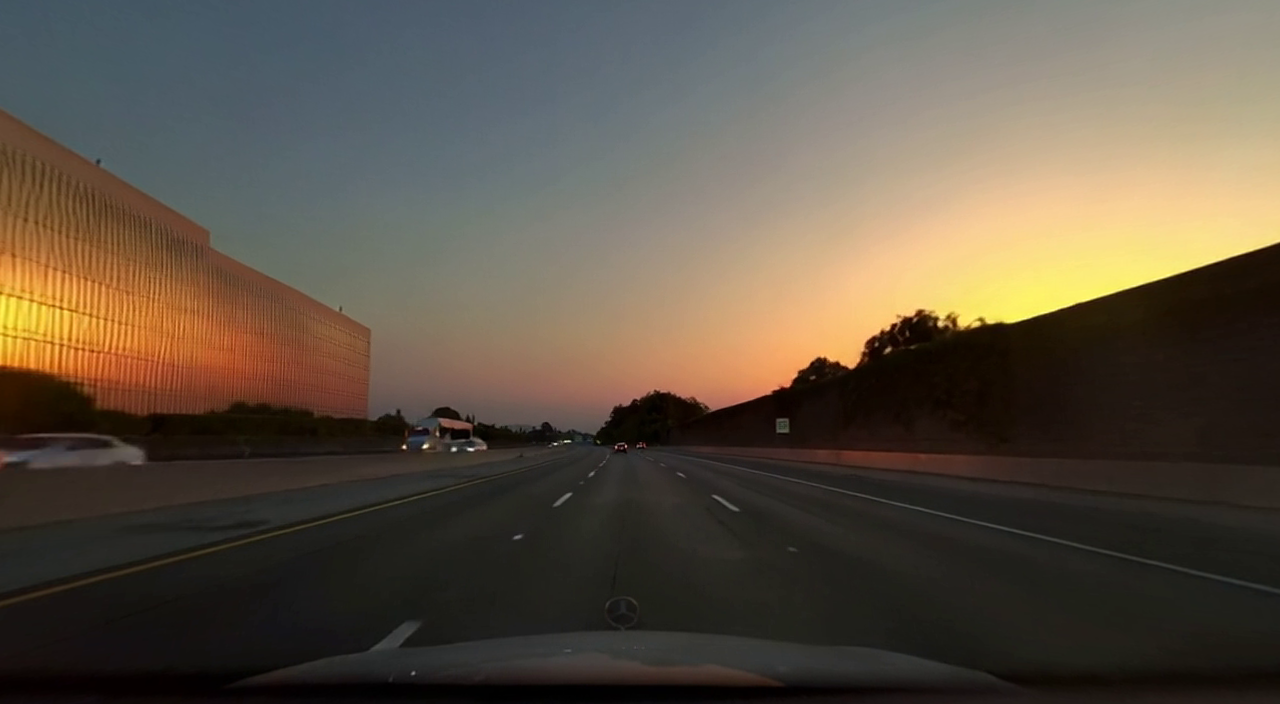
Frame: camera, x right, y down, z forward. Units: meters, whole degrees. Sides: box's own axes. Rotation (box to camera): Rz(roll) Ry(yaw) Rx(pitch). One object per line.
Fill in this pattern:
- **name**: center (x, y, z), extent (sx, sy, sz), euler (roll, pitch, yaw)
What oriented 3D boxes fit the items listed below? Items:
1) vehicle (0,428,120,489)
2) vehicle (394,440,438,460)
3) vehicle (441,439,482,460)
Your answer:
- **vehicle**: center (-16.812, 2.831, 16.723), extent (1.933, 1.510, 4.591), euler (0, -9, -1)
- **vehicle**: center (-17.543, 7.711, 49.261), extent (1.893, 1.503, 4.324), euler (0, -9, -1)
- **vehicle**: center (-13.460, 7.431, 47.600), extent (1.863, 1.521, 4.277), euler (0, -9, 0)
